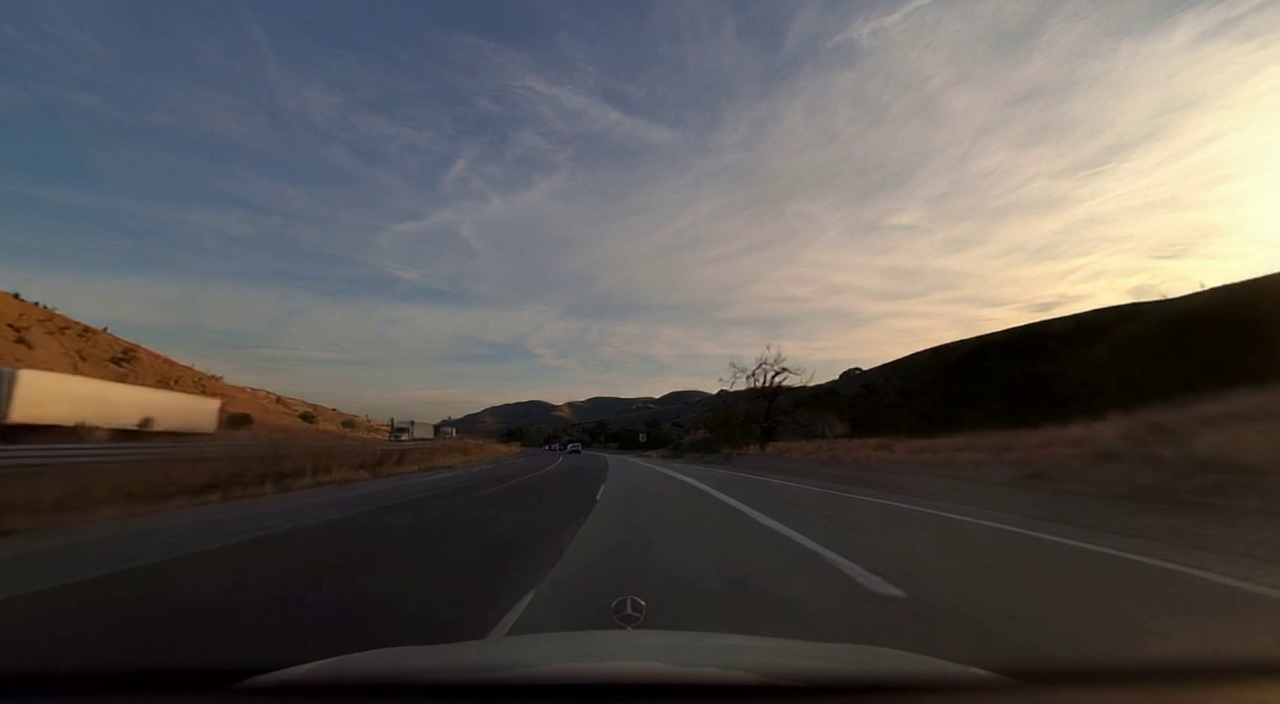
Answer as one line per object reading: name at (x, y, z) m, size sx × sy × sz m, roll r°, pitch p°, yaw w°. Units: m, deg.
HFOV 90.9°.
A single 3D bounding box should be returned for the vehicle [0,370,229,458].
vehicle at (-27.912, 3.678, 33.348) m, size 2.819 × 3.536 × 15.839 m, roll 1°, pitch -9°, yaw -4°
